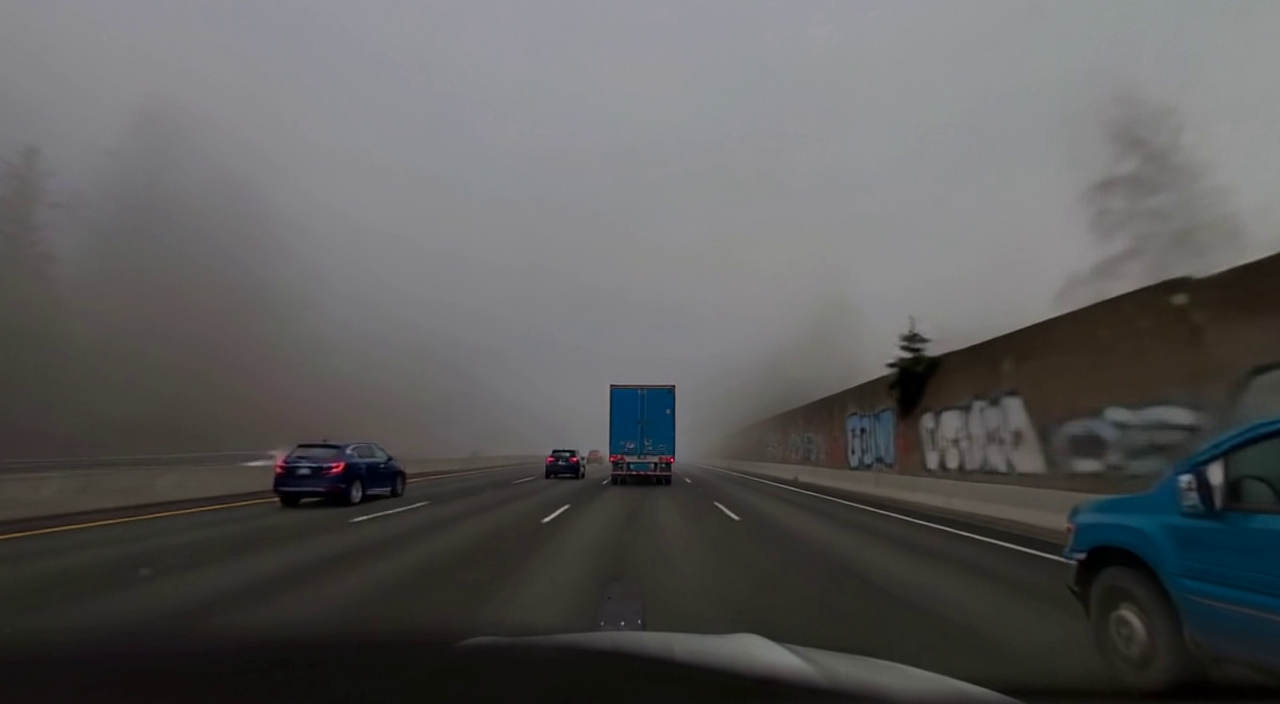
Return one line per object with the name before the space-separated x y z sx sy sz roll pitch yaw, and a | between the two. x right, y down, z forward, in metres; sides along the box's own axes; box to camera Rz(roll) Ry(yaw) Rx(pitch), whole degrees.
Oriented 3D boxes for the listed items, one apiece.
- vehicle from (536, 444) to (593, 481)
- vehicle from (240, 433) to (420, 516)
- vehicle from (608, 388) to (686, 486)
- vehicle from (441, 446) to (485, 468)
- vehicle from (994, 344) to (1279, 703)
vehicle | -3.301 4.944 28.275 2.020 1.505 4.171 0 -9 1
vehicle | -6.799 2.729 14.420 2.005 1.607 4.042 0 -9 1
vehicle | 0.197 3.976 28.758 2.915 3.661 9.741 0 -9 -1
vehicle | -13.146 7.842 47.054 2.003 1.516 3.922 -1 -9 3
vehicle | 3.692 0.776 2.304 2.205 1.689 4.403 0 -9 0
